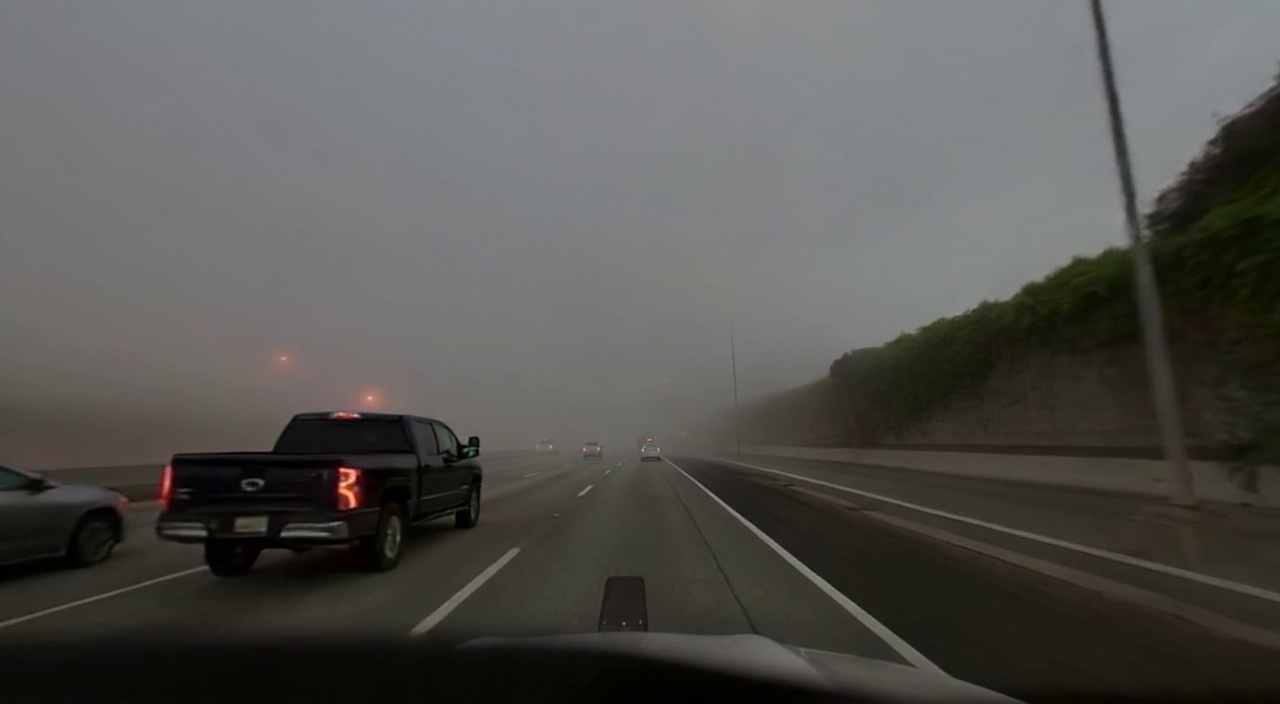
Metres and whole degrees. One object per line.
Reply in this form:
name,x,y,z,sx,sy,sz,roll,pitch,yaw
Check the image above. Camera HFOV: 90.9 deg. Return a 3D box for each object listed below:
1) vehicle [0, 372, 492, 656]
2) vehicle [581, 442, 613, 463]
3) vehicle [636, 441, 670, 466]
vehicle,-3.195,1.368,6.493,2.124,1.787,4.830,-1,-8,0
vehicle,-3.151,7.424,46.952,2.056,1.480,4.022,-1,-8,1
vehicle,0.801,6.475,40.539,2.073,1.480,4.343,0,-8,0
